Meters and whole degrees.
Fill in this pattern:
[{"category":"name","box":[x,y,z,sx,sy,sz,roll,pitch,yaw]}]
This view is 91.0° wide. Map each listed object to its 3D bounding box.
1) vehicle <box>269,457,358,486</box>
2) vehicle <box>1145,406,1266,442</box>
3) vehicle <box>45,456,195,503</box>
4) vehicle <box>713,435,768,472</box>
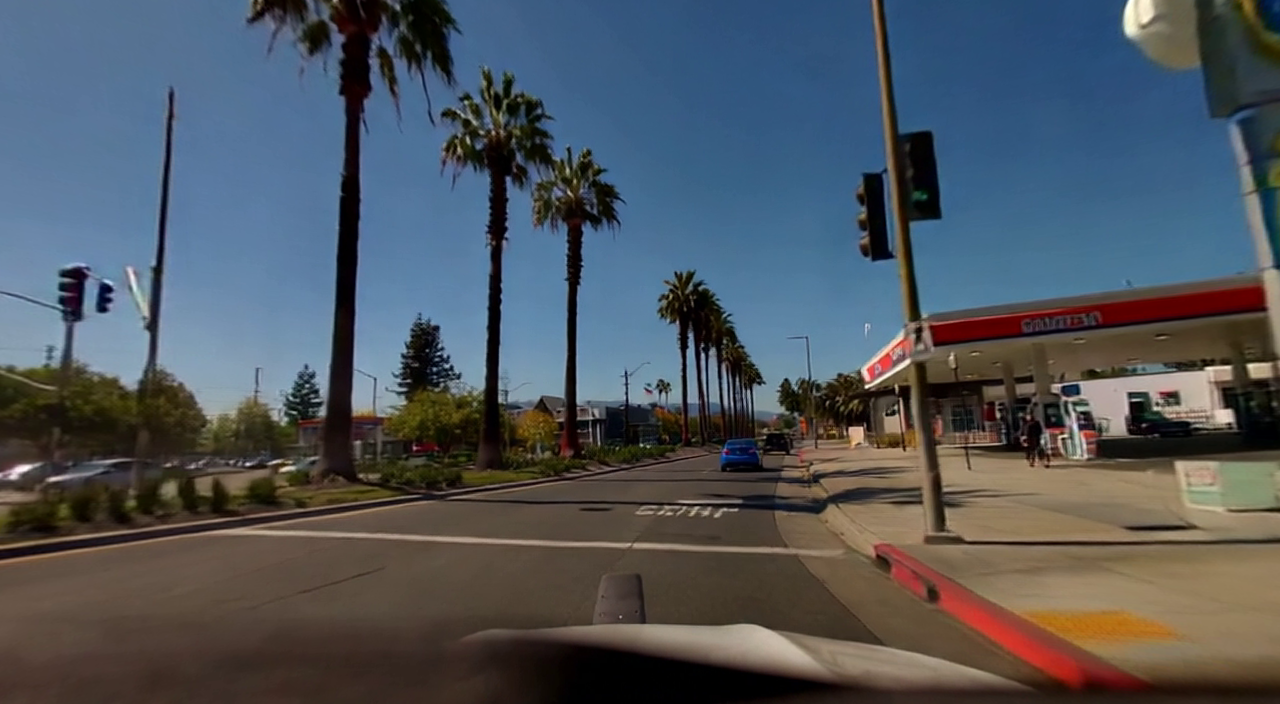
[{"category":"vehicle","box":[-18.564,6.807,36.072,1.825,1.441,4.656,-2,-9,13]},{"category":"vehicle","box":[32.007,4.128,35.790,4.513,1.657,2.002,-7,-10,20]},{"category":"vehicle","box":[-21.031,5.115,25.716,1.884,1.651,4.330,-2,-9,14]},{"category":"vehicle","box":[4.568,4.524,28.147,2.050,1.509,4.148,-2,-9,14]}]
